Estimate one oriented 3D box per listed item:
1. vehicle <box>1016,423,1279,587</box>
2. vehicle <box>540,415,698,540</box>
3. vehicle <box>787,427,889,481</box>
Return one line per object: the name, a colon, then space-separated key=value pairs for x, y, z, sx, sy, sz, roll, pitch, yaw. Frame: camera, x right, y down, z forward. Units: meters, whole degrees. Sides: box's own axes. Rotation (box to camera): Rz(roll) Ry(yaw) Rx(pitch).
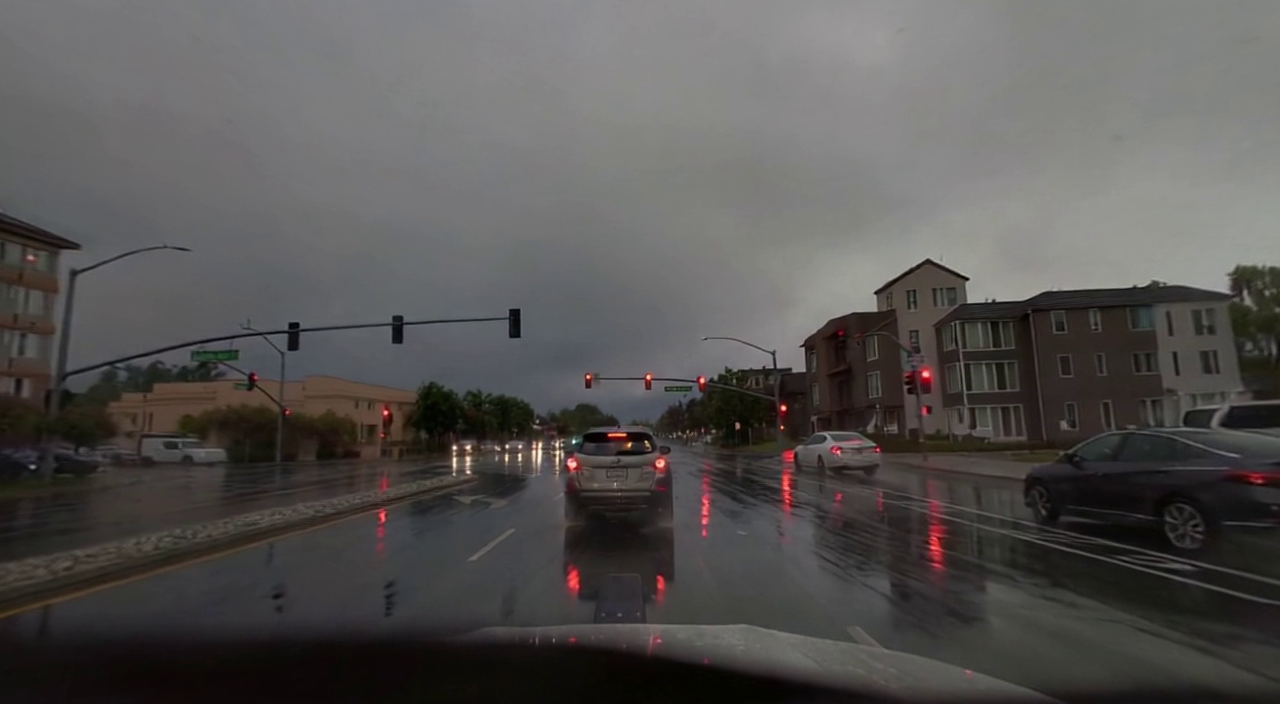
vehicle: x=6.454 y=1.582 z=7.171 sx=1.768 sy=1.417 sz=4.213 roll=0 pitch=-9 yaw=0
vehicle: x=-0.293 y=1.904 z=10.137 sx=2.032 sy=1.593 sz=3.896 roll=0 pitch=-9 yaw=-1
vehicle: x=6.469 y=3.404 z=21.208 sx=1.963 sy=1.611 sz=4.359 roll=0 pitch=-9 yaw=-1
